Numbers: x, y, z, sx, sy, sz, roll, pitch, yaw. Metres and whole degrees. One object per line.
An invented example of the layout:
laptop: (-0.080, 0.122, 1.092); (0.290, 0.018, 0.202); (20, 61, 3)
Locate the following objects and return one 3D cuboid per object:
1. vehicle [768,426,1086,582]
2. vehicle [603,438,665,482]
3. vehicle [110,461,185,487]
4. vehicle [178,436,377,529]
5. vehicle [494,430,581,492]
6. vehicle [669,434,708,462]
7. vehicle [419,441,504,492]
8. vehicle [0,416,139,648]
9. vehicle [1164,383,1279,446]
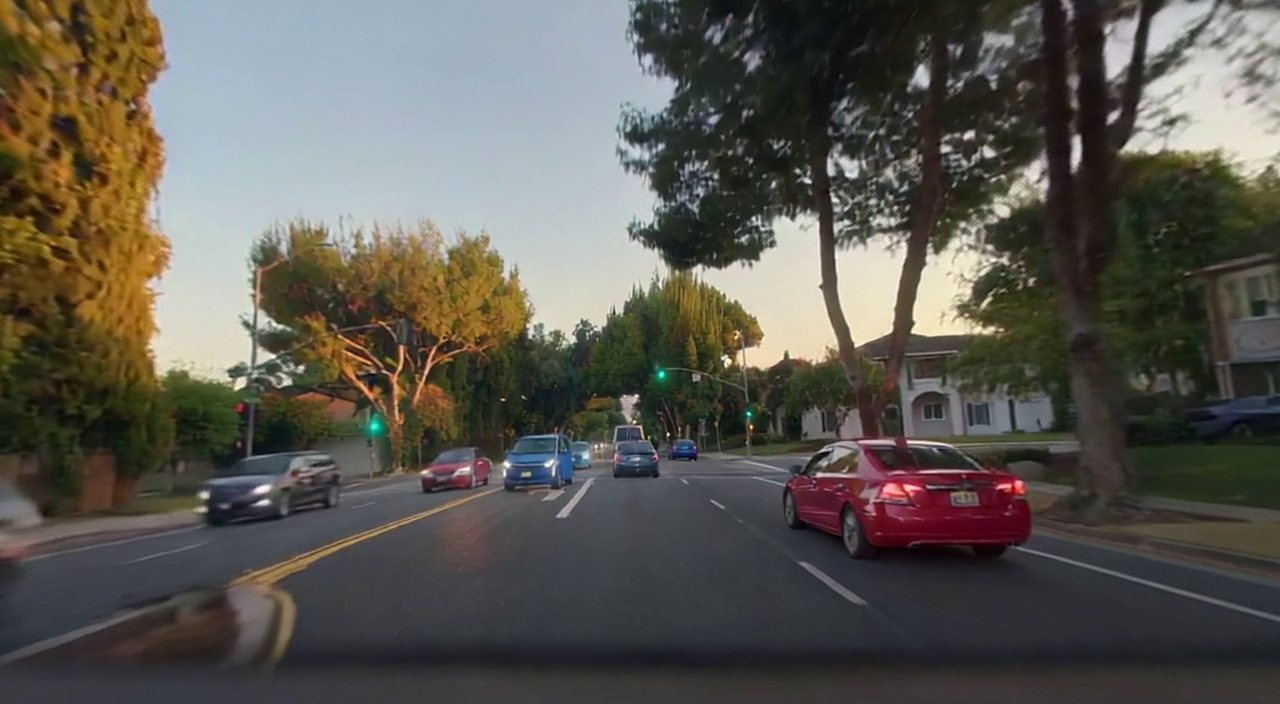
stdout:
vehicle: (3.170, 1.748, 8.222); (1.973, 1.447, 4.402); (0, -8, -2)
vehicle: (-0.252, 3.992, 23.801); (2.114, 1.483, 4.207); (0, -8, -1)
vehicle: (-37.584, 9.267, 48.349); (1.876, 1.763, 4.515); (-1, -8, 4)
vehicle: (-8.997, 3.205, 16.452); (2.167, 1.973, 5.474); (0, -8, -3)
vehicle: (-3.202, 3.508, 20.907); (2.083, 1.741, 5.530); (0, -8, -1)
vehicle: (3.382, 6.781, 44.697); (2.187, 1.847, 4.553); (0, -8, -3)
vehicle: (-6.314, 4.056, 22.852); (2.051, 1.663, 4.031); (0, -8, -2)
vehicle: (-5.970, 1.248, 3.825); (2.146, 1.768, 4.664); (0, -8, -2)
vehicle: (18.455, 1.871, 18.410); (2.012, 1.690, 5.034); (0, -8, 0)
